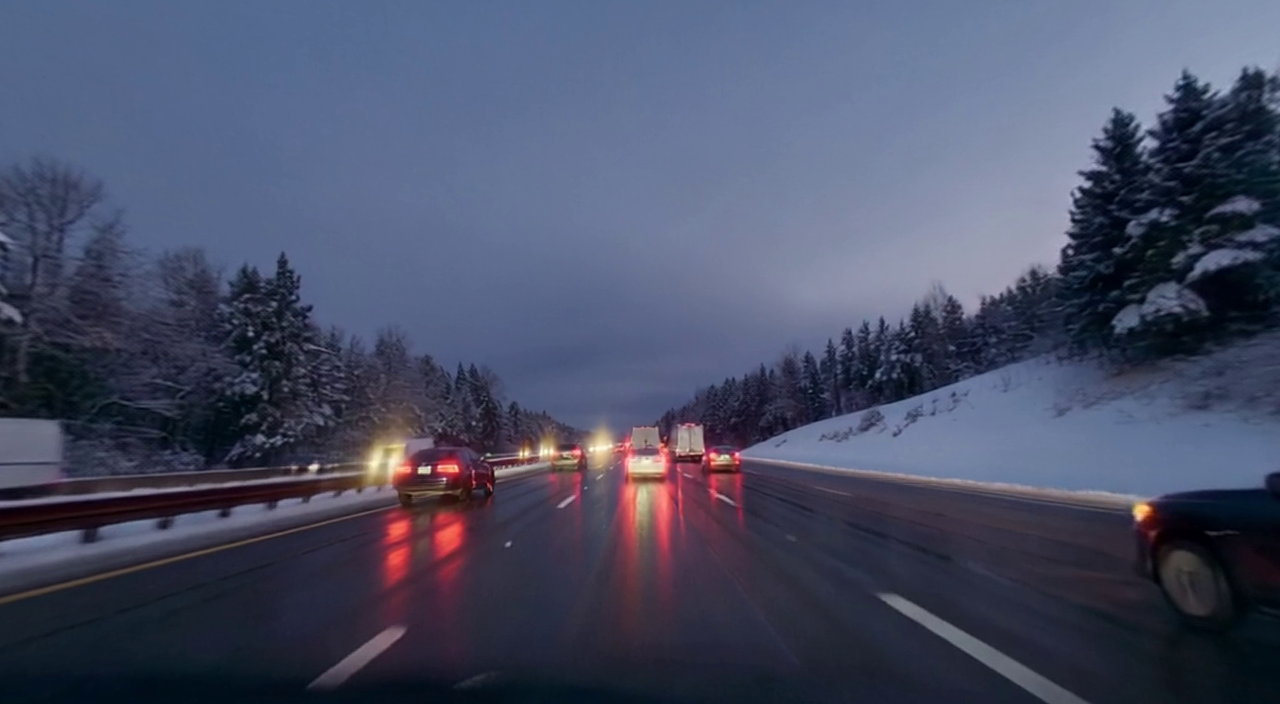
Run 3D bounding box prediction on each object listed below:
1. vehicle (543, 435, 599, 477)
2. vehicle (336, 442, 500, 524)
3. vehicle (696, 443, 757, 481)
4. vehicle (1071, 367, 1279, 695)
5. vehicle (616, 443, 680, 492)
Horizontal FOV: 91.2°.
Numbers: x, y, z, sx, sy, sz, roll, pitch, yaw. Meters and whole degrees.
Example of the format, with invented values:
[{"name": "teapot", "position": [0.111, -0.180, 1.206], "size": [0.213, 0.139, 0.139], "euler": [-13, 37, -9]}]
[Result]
[{"name": "vehicle", "position": [-3.447, 5.339, 32.252], "size": [2.230, 1.973, 4.403], "euler": [-1, -9, 2]}, {"name": "vehicle", "position": [-4.581, 2.766, 13.776], "size": [1.967, 1.473, 4.439], "euler": [0, -9, 0]}, {"name": "vehicle", "position": [3.725, 4.823, 27.676], "size": [1.959, 1.503, 4.064], "euler": [0, -9, -2]}, {"name": "vehicle", "position": [4.252, 0.793, 2.490], "size": [2.018, 1.639, 4.149], "euler": [0, -9, -1]}, {"name": "vehicle", "position": [0.253, 4.025, 22.204], "size": [2.015, 1.526, 4.286], "euler": [0, -9, 0]}]
